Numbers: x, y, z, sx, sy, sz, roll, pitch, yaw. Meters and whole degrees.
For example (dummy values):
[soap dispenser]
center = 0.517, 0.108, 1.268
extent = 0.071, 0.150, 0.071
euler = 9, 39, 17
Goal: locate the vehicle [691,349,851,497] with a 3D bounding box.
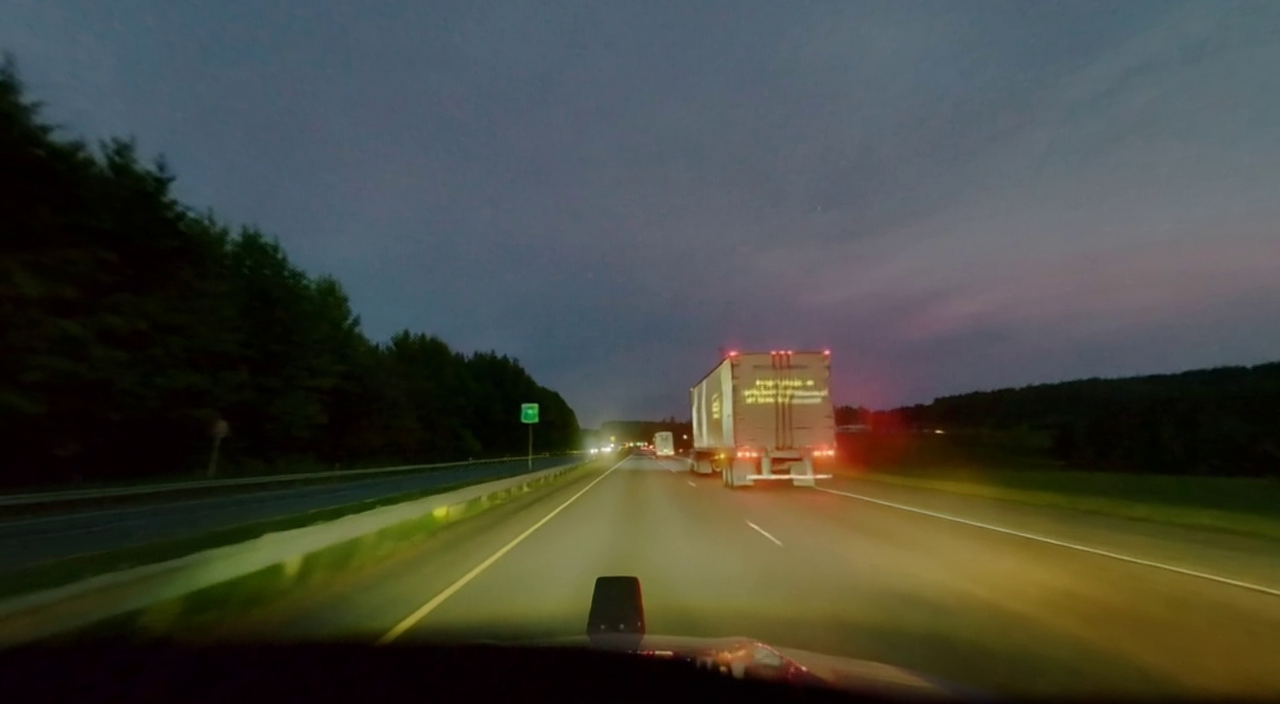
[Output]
[vehicle]
center = 4.227, 3.053, 24.834
extent = 3.231, 4.102, 14.393
euler = 0, -9, 0
